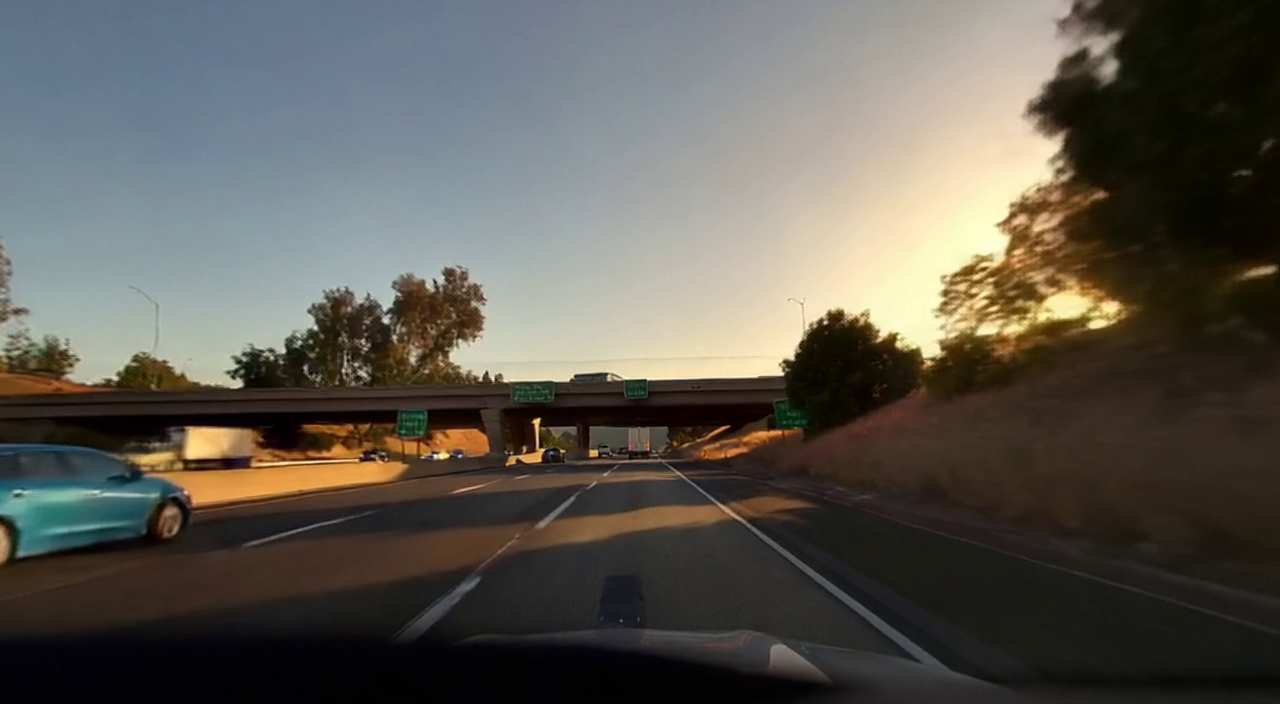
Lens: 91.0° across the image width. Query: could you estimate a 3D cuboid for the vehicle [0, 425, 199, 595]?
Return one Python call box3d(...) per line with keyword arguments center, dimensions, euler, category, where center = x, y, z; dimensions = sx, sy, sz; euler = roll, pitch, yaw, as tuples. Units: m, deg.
box3d(center=(-6.905, 1.478, 5.955), dimensions=(2.096, 1.541, 4.610), euler=(0, -9, 0), category="vehicle")
